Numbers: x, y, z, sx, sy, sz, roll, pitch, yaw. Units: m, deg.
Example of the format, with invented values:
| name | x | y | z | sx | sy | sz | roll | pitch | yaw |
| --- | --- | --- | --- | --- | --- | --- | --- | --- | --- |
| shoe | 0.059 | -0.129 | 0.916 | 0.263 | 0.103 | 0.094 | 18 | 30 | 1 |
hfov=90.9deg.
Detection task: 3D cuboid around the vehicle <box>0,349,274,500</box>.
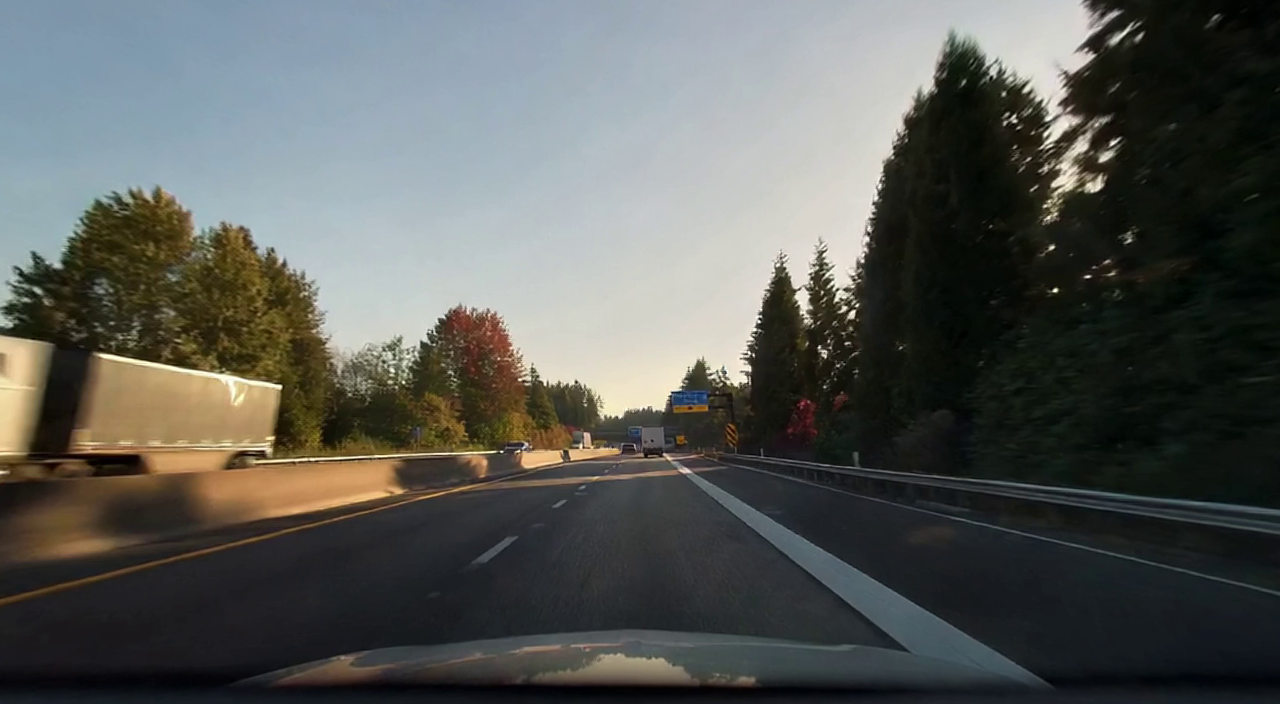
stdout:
| name | x | y | z | sx | sy | sz | roll | pitch | yaw |
| --- | --- | --- | --- | --- | --- | --- | --- | --- | --- |
| vehicle | -16.168 | 2.547 | 20.967 | 2.885 | 4.010 | 8.234 | 0 | -9 | 0 |
